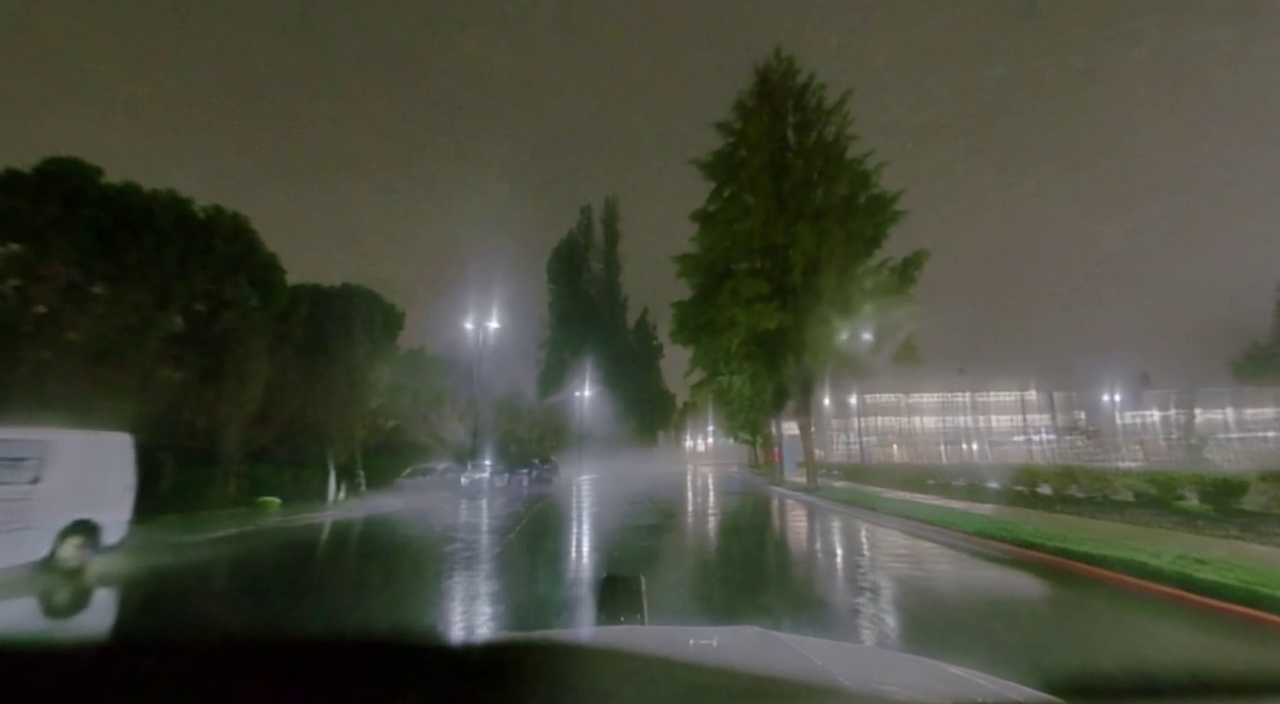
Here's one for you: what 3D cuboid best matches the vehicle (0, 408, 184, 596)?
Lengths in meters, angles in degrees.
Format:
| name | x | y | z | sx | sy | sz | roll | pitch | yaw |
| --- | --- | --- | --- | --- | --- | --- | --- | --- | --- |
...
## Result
| name | x | y | z | sx | sy | sz | roll | pitch | yaw |
| --- | --- | --- | --- | --- | --- | --- | --- | --- | --- |
| vehicle | -8.798 | 1.756 | 7.410 | 2.433 | 2.193 | 5.547 | 0 | -9 | 4 |

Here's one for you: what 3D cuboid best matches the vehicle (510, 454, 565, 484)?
| name | x | y | z | sx | sy | sz | roll | pitch | yaw |
| --- | --- | --- | --- | --- | --- | --- | --- | --- | --- |
| vehicle | -6.407 | 7.367 | 39.996 | 2.360 | 1.741 | 4.912 | 0 | -9 | 3 |

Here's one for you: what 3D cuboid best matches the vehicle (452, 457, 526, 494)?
| name | x | y | z | sx | sy | sz | roll | pitch | yaw |
| --- | --- | --- | --- | --- | --- | --- | --- | --- | --- |
| vehicle | -6.929 | 5.719 | 29.602 | 2.038 | 1.525 | 4.383 | 0 | -9 | 5 |

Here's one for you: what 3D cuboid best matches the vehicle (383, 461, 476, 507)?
| name | x | y | z | sx | sy | sz | roll | pitch | yaw |
| --- | --- | --- | --- | --- | --- | --- | --- | --- | --- |
| vehicle | -7.686 | 4.830 | 23.406 | 1.938 | 1.191 | 3.630 | -7 | -8 | 3 |
